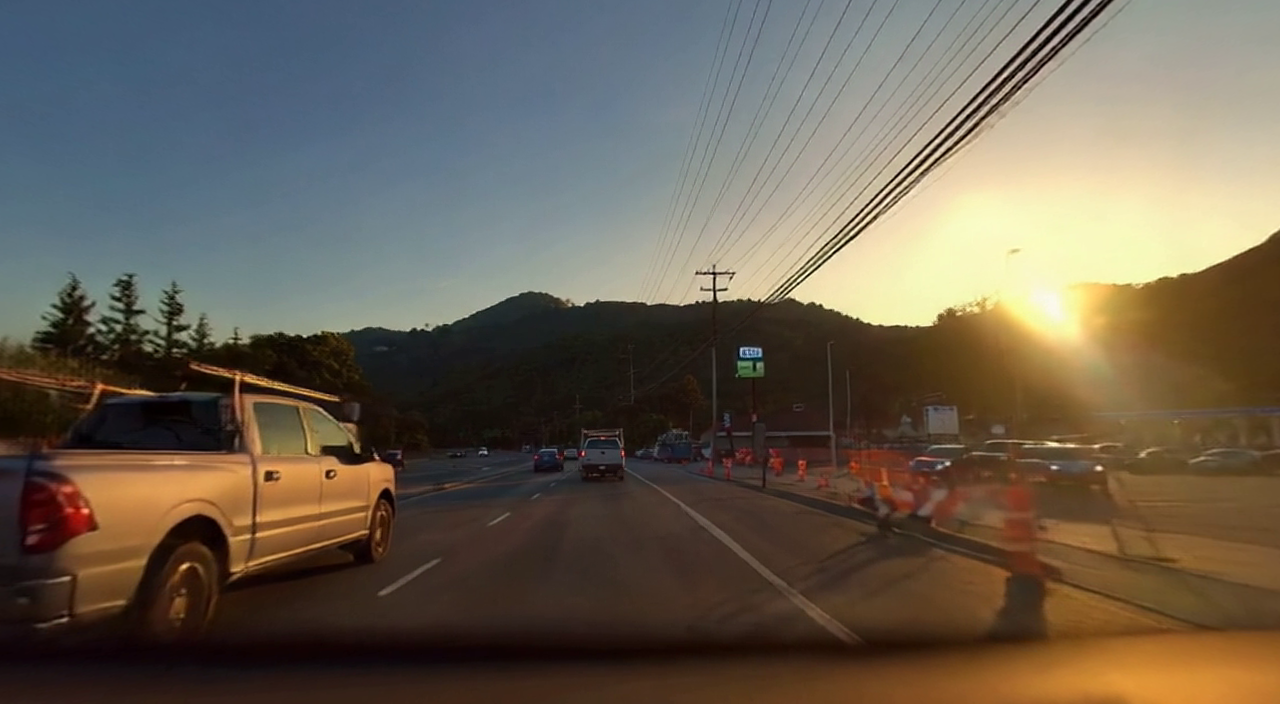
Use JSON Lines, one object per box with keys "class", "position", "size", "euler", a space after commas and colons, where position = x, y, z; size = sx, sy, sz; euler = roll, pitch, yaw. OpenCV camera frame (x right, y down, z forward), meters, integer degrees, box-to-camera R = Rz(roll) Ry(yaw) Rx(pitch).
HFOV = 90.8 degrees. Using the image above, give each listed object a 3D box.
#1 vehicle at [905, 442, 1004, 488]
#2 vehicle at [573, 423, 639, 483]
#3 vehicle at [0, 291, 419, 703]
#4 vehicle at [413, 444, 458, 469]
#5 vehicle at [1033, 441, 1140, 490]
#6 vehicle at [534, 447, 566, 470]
{"class": "vehicle", "position": [14.450, 5.087, 28.886], "size": [5.331, 1.917, 2.166], "euler": [8, -11, -42]}
{"class": "vehicle", "position": [-1.468, 4.251, 26.861], "size": [2.486, 2.280, 5.291], "euler": [1, -9, -4]}
{"class": "vehicle", "position": [-4.054, 1.140, 5.473], "size": [2.345, 2.012, 5.693], "euler": [0, -9, -2]}
{"class": "vehicle", "position": [-15.739, 8.046, 48.862], "size": [2.202, 1.785, 4.684], "euler": [1, -9, -5]}
{"class": "vehicle", "position": [19.217, 4.793, 27.118], "size": [5.424, 1.844, 2.255], "euler": [7, -11, -39]}
{"class": "vehicle", "position": [-6.319, 7.504, 44.782], "size": [1.972, 1.496, 4.150], "euler": [1, -9, -5]}
